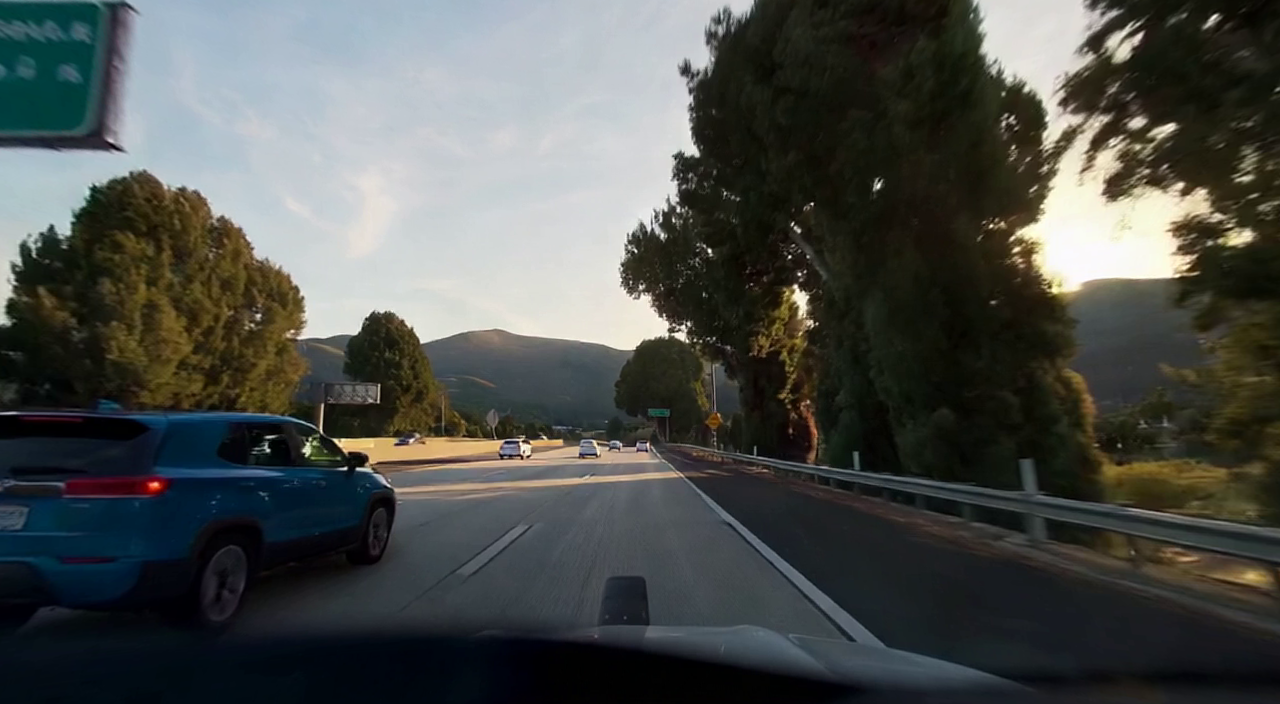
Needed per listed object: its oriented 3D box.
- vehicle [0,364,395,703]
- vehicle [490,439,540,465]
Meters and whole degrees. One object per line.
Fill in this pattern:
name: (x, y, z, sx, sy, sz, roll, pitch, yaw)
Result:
vehicle: (-4.025, 1.232, 5.237, 2.138, 1.718, 4.415, 0, -8, 1)
vehicle: (-7.529, 6.081, 38.477, 1.963, 1.476, 4.739, 0, -8, 1)
